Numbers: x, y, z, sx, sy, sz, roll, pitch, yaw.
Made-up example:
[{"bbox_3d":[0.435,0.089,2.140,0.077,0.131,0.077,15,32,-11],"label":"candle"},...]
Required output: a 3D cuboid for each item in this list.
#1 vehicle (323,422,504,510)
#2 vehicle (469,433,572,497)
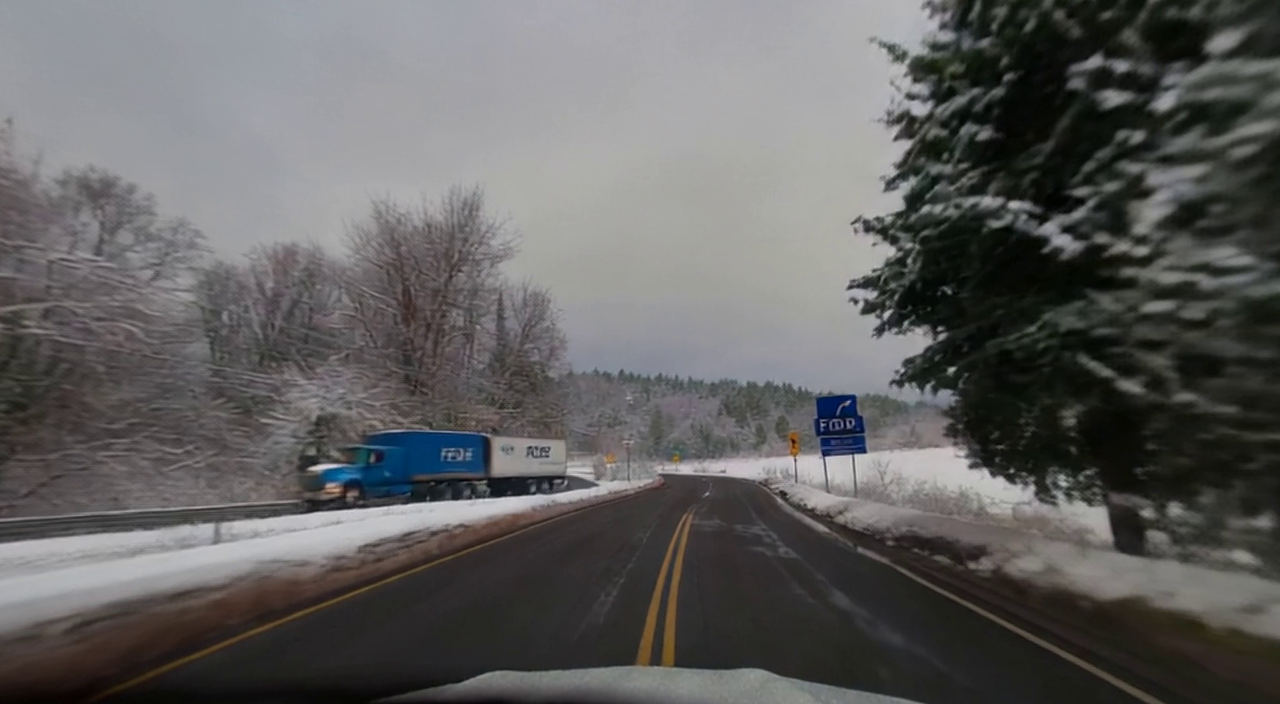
[{"bbox_3d":[-12.445,6.527,35.991,2.952,4.284,9.811,-6,-12,31],"label":"vehicle"},{"bbox_3d":[-8.184,7.999,44.398,2.935,4.083,7.922,-4,-11,24],"label":"vehicle"}]
